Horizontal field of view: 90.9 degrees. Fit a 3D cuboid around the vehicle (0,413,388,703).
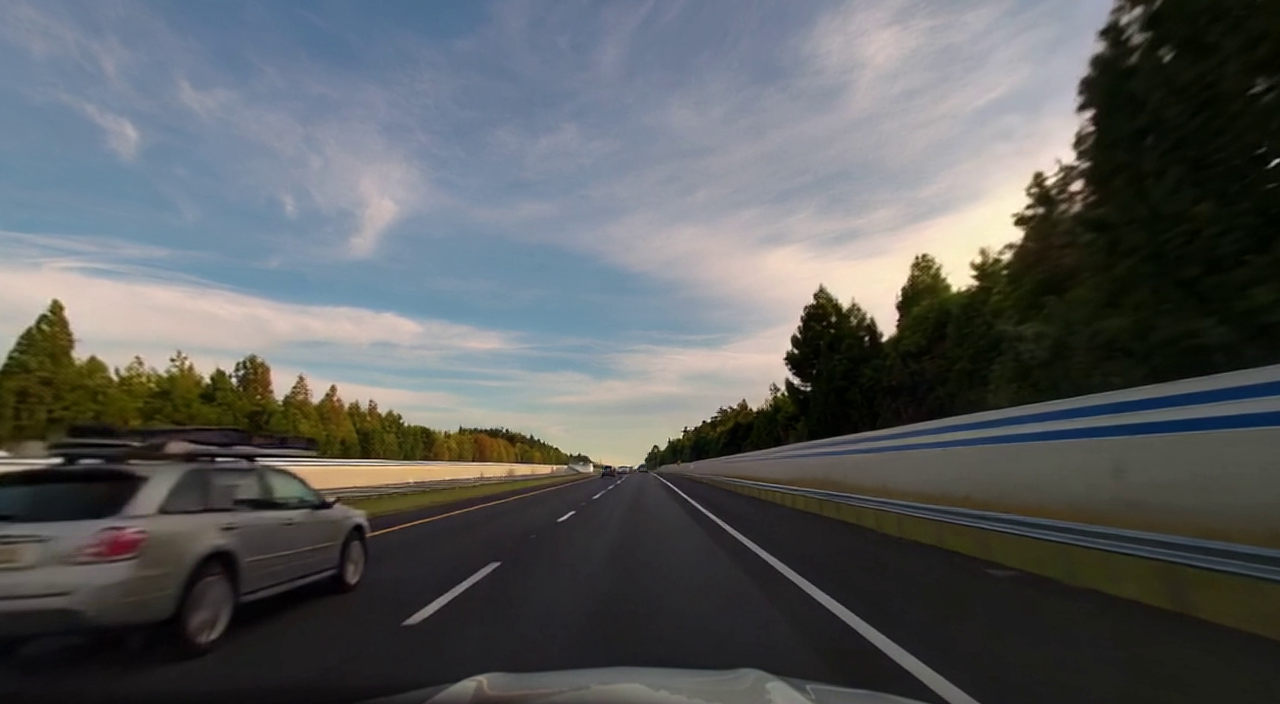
[{"bbox_3d":[-3.681,1.375,4.674,1.985,1.515,3.839,1,-11,0],"label":"vehicle"}]
